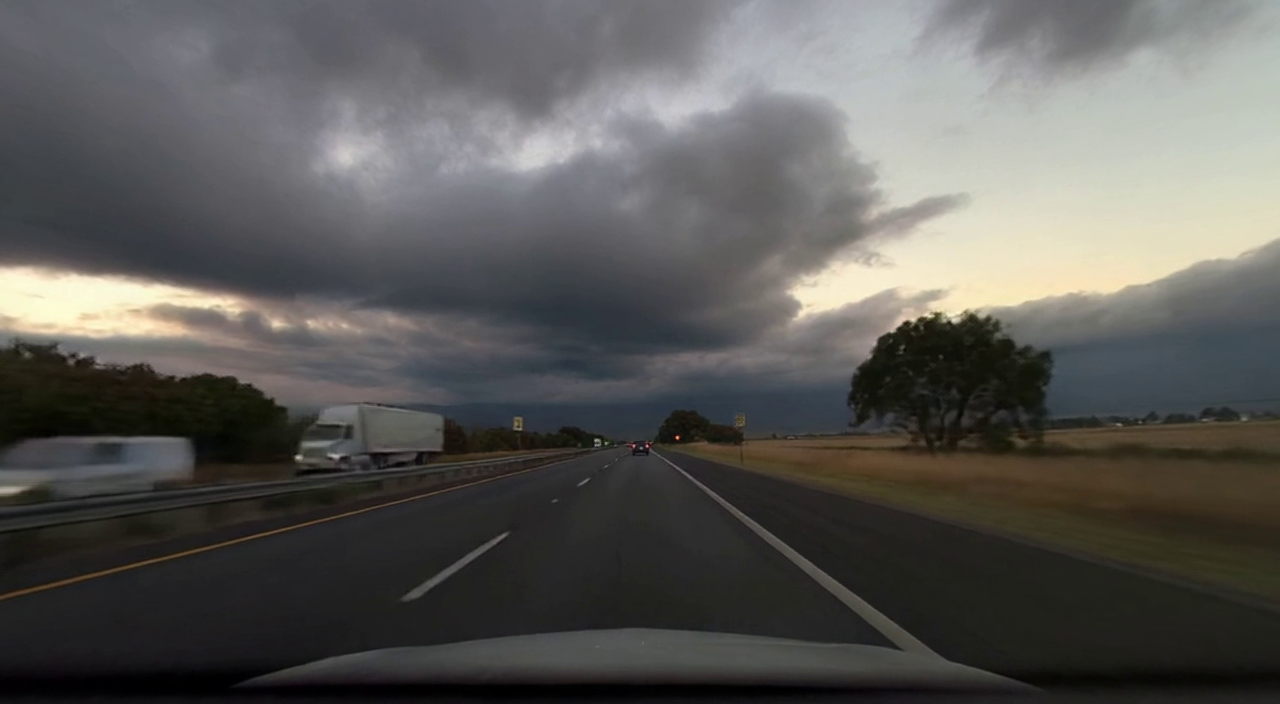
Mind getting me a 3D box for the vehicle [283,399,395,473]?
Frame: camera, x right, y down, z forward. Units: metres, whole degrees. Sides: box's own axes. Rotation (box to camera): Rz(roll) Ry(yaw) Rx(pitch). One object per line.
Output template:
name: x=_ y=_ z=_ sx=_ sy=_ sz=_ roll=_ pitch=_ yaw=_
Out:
vehicle: x=-16.973 y=4.860 z=36.031 sx=3.040 sy=3.789 sz=6.539 roll=0 pitch=-9 yaw=0
